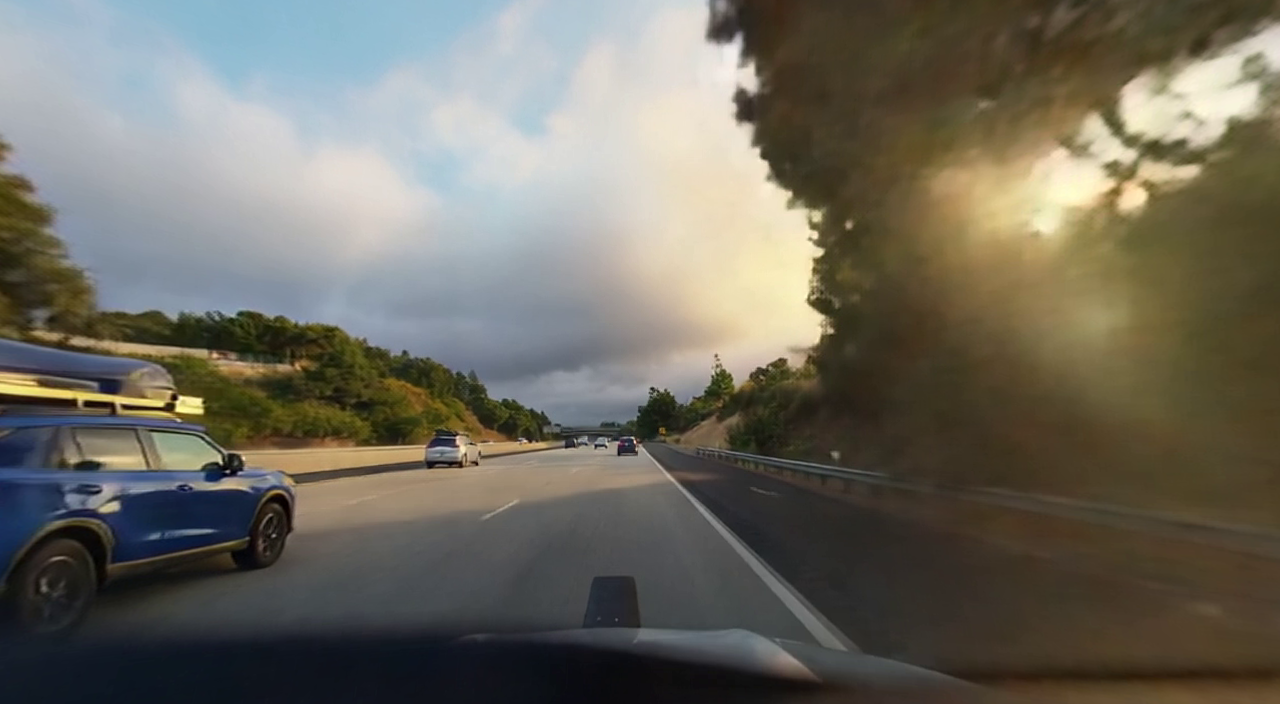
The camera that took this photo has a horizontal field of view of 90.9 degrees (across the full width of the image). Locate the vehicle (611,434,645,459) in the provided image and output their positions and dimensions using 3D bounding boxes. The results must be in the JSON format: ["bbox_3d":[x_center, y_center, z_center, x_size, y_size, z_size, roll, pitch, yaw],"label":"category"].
[{"bbox_3d":[-0.805,6.460,43.239,2.178,1.658,3.916,0,-8,-1],"label":"vehicle"}]

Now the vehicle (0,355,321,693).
[{"bbox_3d":[-4.393,1.033,4.271,2.069,1.748,4.652,0,-8,-1],"label":"vehicle"}]

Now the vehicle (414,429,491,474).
[{"bbox_3d":[-7.939,4.227,27.140,1.964,1.745,4.338,0,-8,0],"label":"vehicle"}]
